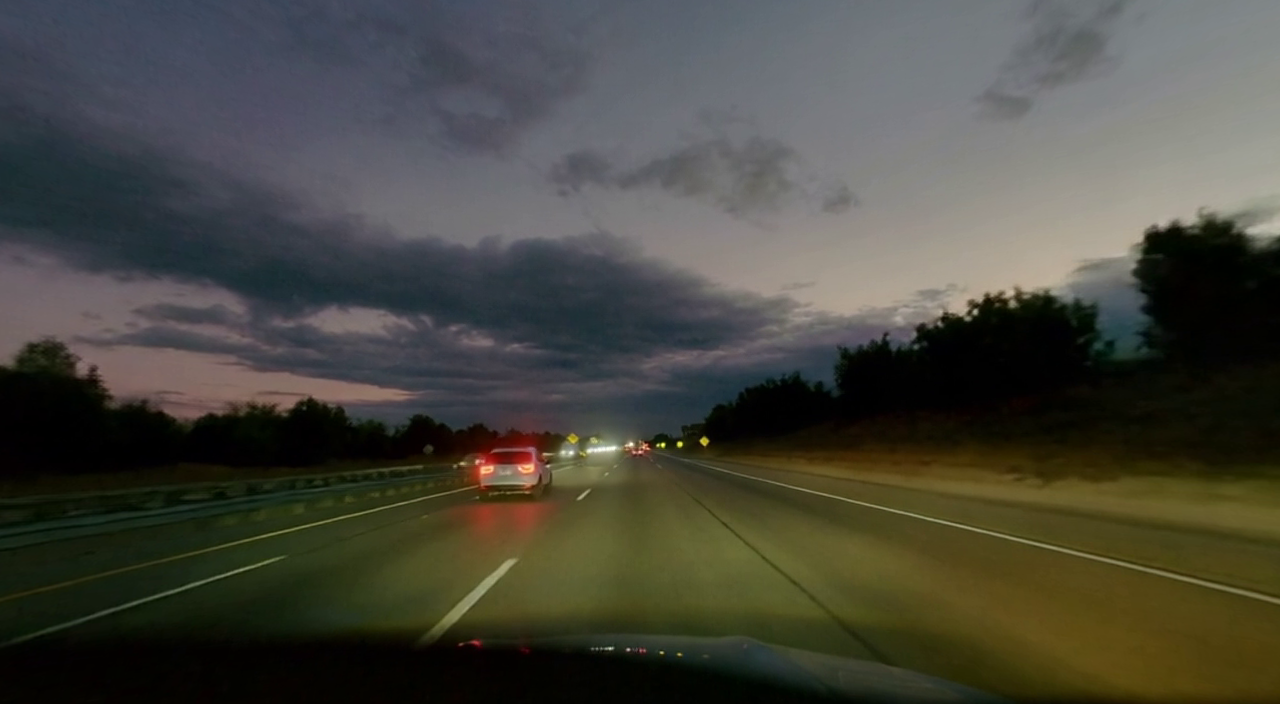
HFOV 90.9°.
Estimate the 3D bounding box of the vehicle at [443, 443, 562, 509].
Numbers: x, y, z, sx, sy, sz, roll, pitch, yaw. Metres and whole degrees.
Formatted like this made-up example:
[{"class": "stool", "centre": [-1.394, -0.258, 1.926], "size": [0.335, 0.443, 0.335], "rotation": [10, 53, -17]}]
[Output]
[{"class": "vehicle", "centre": [-3.424, 3.202, 16.715], "size": [2.054, 1.475, 4.708], "rotation": [0, -9, 0]}]
